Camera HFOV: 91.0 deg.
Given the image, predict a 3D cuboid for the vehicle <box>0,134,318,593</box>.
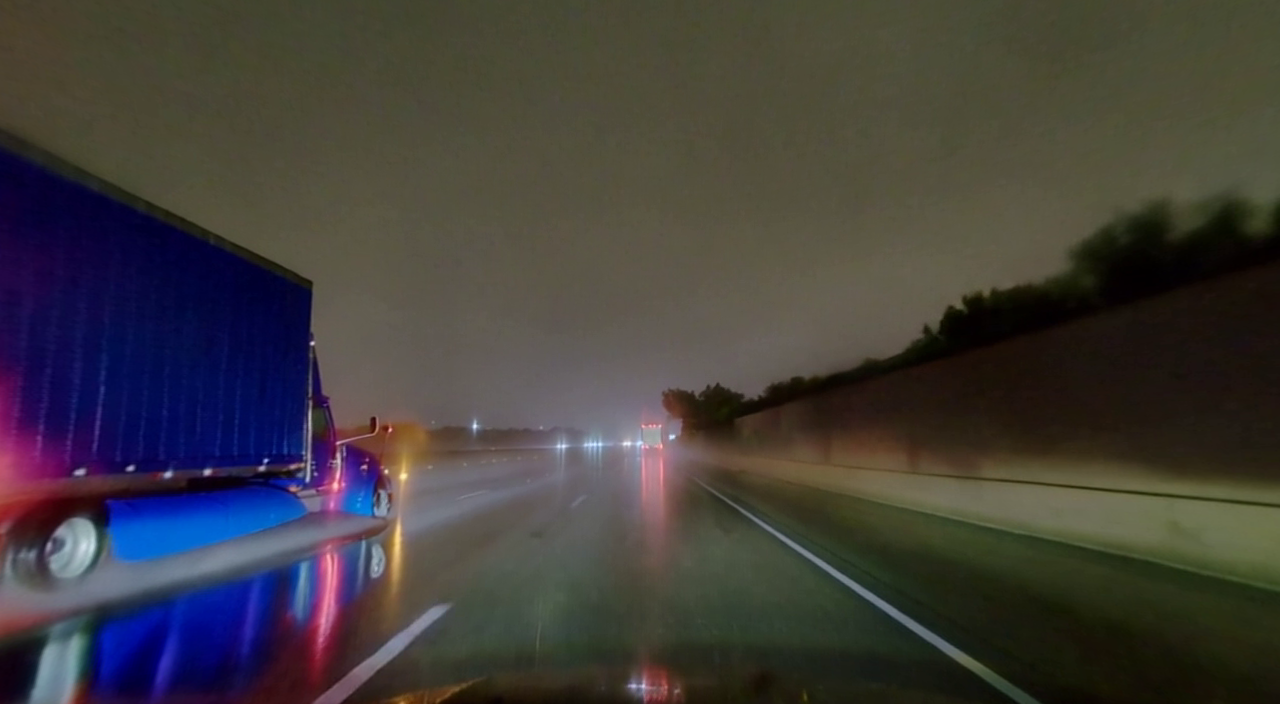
[{"bbox_3d":[-7.046,0.178,6.035,2.996,3.947,8.600,0,-9,2],"label":"vehicle"}]
